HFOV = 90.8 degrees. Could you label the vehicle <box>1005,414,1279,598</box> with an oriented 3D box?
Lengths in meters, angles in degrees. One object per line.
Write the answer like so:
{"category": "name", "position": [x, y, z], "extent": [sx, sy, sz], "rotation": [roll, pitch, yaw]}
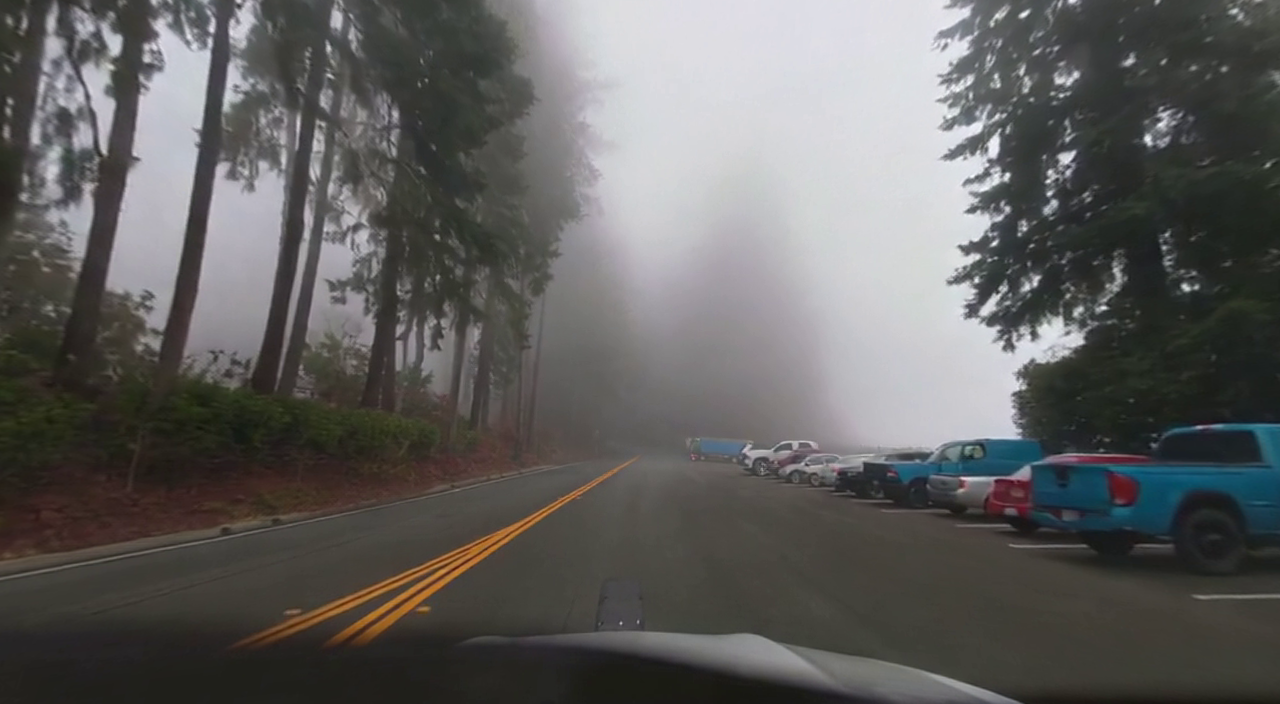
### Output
{"category": "vehicle", "position": [7.601, 1.706, 7.569], "extent": [5.072, 1.802, 2.236], "rotation": [0, -8, -3]}
